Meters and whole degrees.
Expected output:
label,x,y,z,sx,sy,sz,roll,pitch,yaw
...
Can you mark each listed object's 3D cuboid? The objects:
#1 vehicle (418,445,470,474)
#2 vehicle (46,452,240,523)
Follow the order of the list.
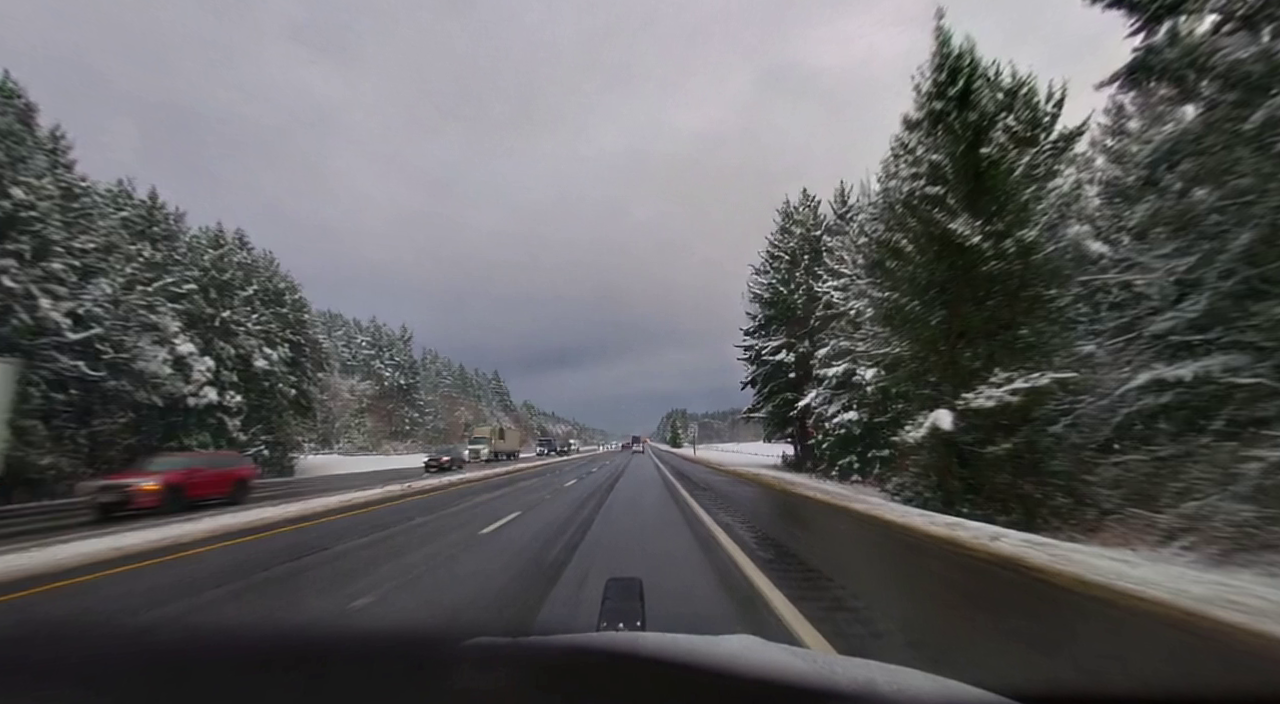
label,x,y,z,sx,sy,sz,roll,pitch,yaw
vehicle,-12.388,6.834,40.142,1.904,1.704,4.258,0,-9,1
vehicle,-12.110,3.265,15.751,1.762,1.521,3.738,0,-9,0
